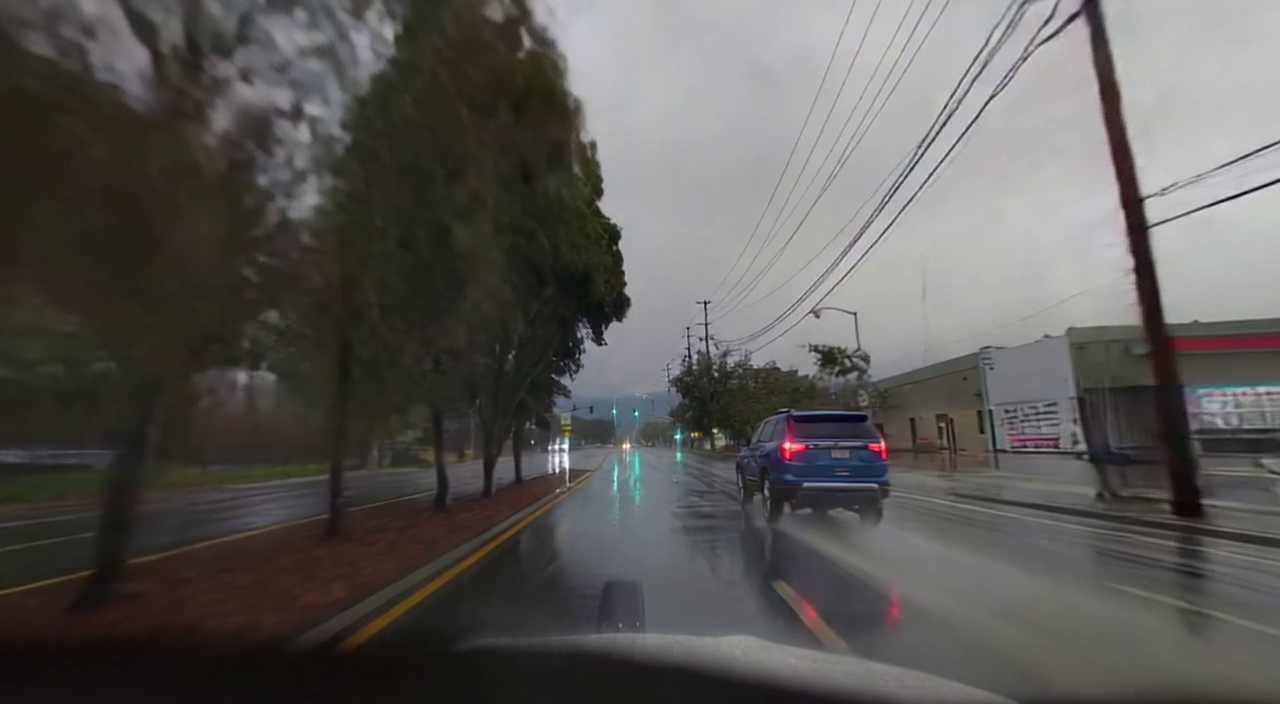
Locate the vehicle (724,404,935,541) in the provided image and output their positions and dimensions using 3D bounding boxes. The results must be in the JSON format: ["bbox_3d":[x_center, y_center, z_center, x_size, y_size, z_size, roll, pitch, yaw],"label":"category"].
[{"bbox_3d":[2.869,1.971,10.924,2.060,1.820,4.713,0,-9,-1],"label":"vehicle"}]
